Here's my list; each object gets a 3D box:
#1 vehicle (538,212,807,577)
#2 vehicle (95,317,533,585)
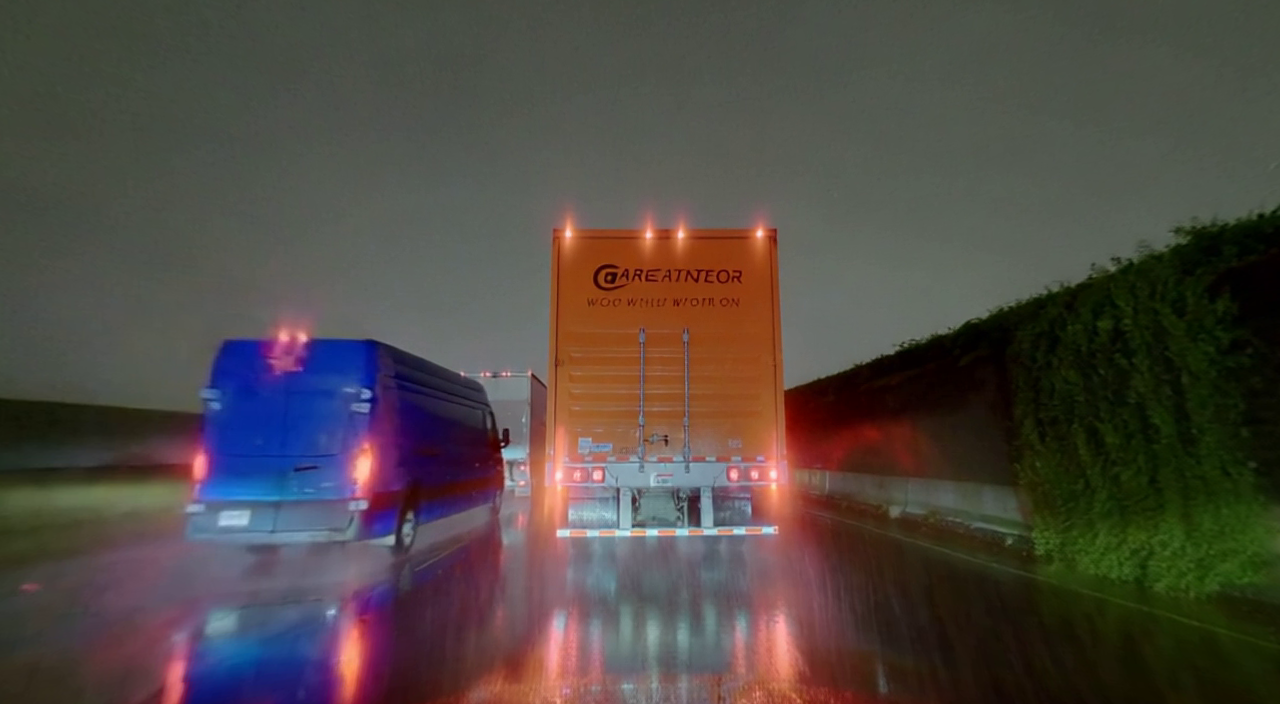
[{"bbox_3d":[0.478,1.215,12.226,2.853,4.054,10.557,0,-9,2],"label":"vehicle"},{"bbox_3d":[-4.400,1.877,12.212,2.790,2.893,10.715,0,-9,0],"label":"vehicle"}]
